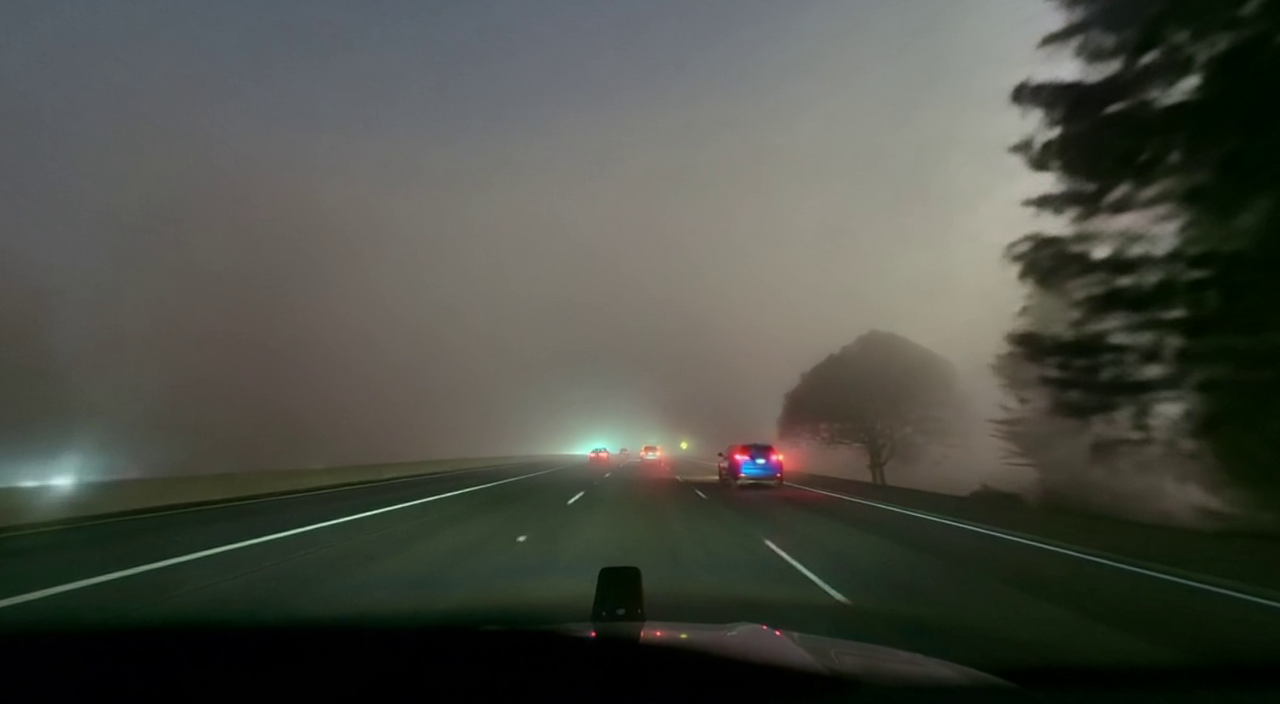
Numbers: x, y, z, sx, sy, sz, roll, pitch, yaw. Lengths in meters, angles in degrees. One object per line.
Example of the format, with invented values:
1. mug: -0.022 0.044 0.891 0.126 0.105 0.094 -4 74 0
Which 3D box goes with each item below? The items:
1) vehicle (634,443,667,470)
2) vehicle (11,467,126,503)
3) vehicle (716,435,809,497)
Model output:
1. vehicle: 0.696 7.290 44.210 2.205 1.785 4.423 0 -9 0
2. vehicle: -29.082 6.760 32.245 1.879 1.549 4.150 0 -9 1
3. vehicle: 3.758 3.585 20.179 2.082 1.720 4.393 0 -9 0
